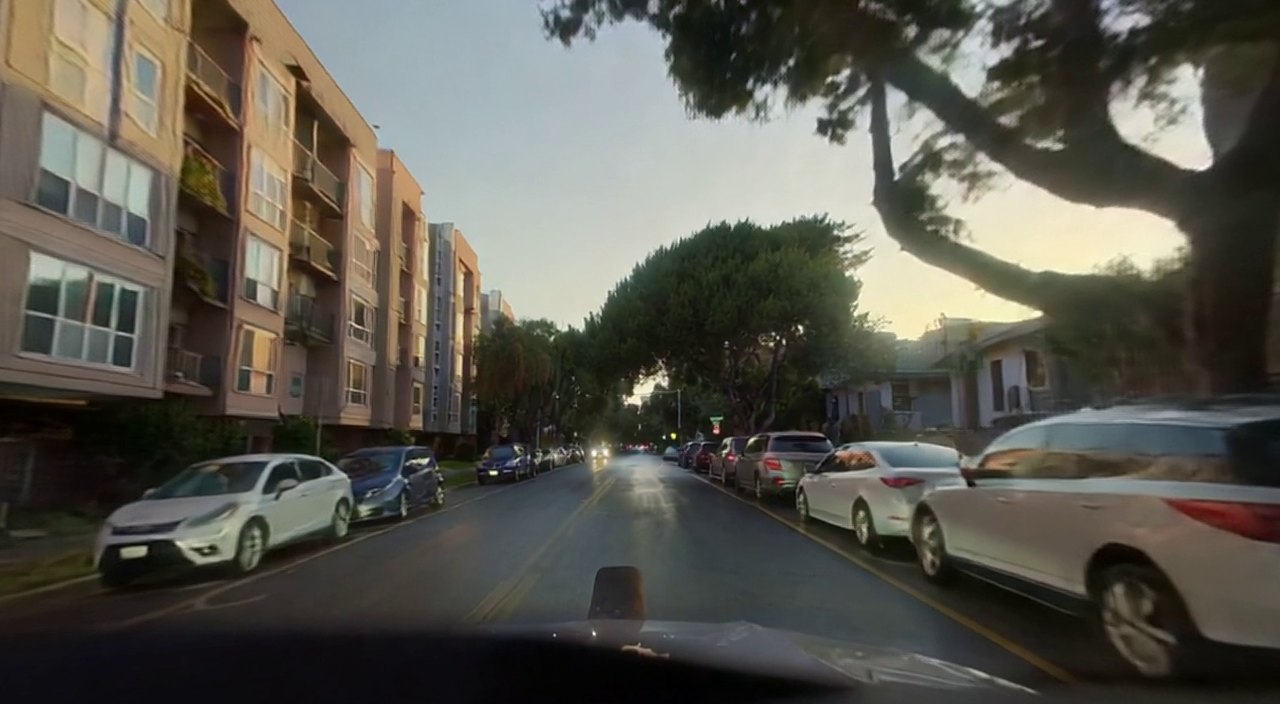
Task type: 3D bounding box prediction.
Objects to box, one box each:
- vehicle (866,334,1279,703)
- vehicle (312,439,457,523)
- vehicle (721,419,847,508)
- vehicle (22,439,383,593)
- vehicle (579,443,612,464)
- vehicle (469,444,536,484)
[{"bbox_3d":[3.551,1.114,4.506,1.912,1.781,5.159,0,-9,0],"label":"vehicle"},{"bbox_3d":[-5.201,2.638,13.403,1.628,1.504,3.500,0,-9,-1],"label":"vehicle"},{"bbox_3d":[3.301,2.684,15.608,1.835,1.809,4.997,0,-9,-1],"label":"vehicle"},{"bbox_3d":[-5.269,1.969,8.584,1.711,1.500,4.510,0,-9,-1],"label":"vehicle"},{"bbox_3d":[-3.296,7.624,47.532,1.939,1.504,4.121,-1,-9,3],"label":"vehicle"},{"bbox_3d":[-5.517,4.516,25.889,1.647,1.481,4.433,0,-9,1],"label":"vehicle"}]
